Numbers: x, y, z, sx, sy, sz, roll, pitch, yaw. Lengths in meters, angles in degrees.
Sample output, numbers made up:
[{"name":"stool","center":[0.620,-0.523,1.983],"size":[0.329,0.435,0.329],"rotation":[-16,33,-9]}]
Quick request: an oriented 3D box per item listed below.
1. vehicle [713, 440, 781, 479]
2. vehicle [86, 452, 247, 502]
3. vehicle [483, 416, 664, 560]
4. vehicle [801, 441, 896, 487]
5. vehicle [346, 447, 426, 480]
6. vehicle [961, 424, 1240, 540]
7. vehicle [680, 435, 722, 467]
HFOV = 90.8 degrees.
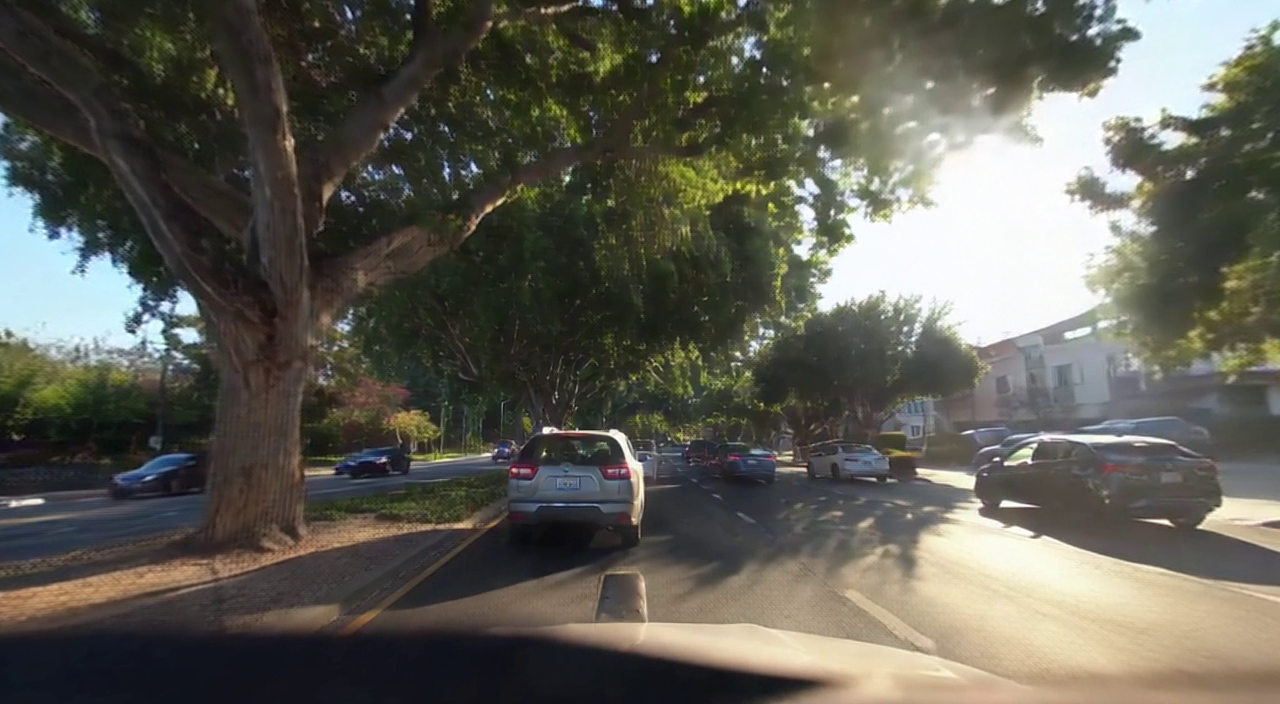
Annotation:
[{"name":"vehicle","center":[4.382,4.453,26.515],"size":[2.175,1.477,4.520],"rotation":[0,-8,2]},{"name":"vehicle","center":[-15.837,4.155,21.508],"size":[1.900,1.467,4.609],"rotation":[0,-8,0]},{"name":"vehicle","center":[-0.941,1.867,9.326],"size":[2.106,1.655,3.717],"rotation":[1,-8,-5]},{"name":"vehicle","center":[7.357,3.965,22.758],"size":[1.977,1.485,4.308],"rotation":[0,-8,0]},{"name":"vehicle","center":[-12.167,5.348,30.593],"size":[1.981,1.463,4.395],"rotation":[0,-8,1]},{"name":"vehicle","center":[8.019,2.272,11.709],"size":[2.168,1.709,4.289],"rotation":[-1,-8,5]},{"name":"vehicle","center":[3.740,6.156,39.418],"size":[2.114,1.846,4.659],"rotation":[0,-8,-1]}]
